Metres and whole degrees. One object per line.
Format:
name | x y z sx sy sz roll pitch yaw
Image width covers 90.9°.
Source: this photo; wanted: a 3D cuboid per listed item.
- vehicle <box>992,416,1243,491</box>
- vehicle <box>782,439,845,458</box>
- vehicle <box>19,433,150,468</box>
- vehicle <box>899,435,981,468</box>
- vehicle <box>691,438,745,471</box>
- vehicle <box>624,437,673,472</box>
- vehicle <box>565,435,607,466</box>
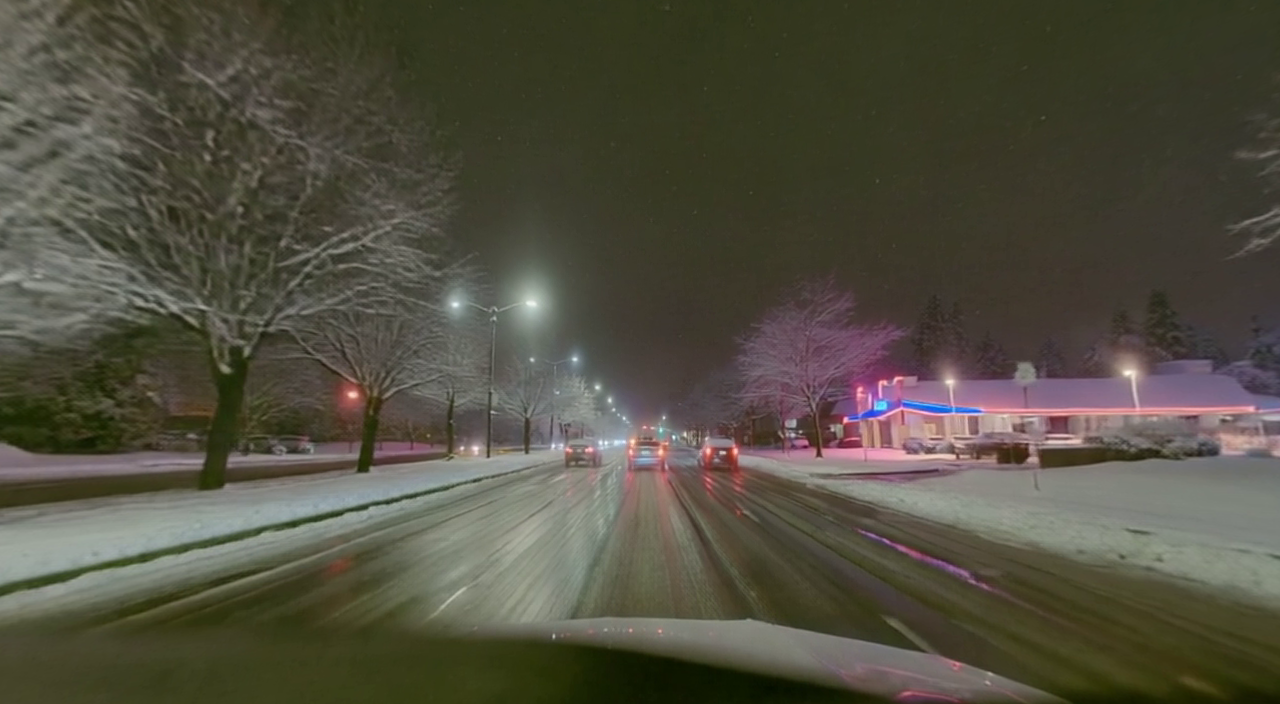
vehicle | 13.215 2.860 17.789 5.144 1.834 2.188 -2 -9 2
vehicle | 13.628 7.639 49.860 4.622 1.469 1.934 -2 -9 11
vehicle | -35.246 6.262 40.400 2.578 1.973 6.455 1 -8 -1
vehicle | 15.275 5.098 32.389 2.099 1.526 4.555 -1 -8 2
vehicle | 3.705 4.978 30.799 2.012 1.462 4.400 0 -8 -1
vehicle | 0.366 4.667 28.905 2.059 1.477 4.216 0 -8 0
vehicle | -3.011 5.622 36.043 1.995 1.607 4.086 0 -8 1
